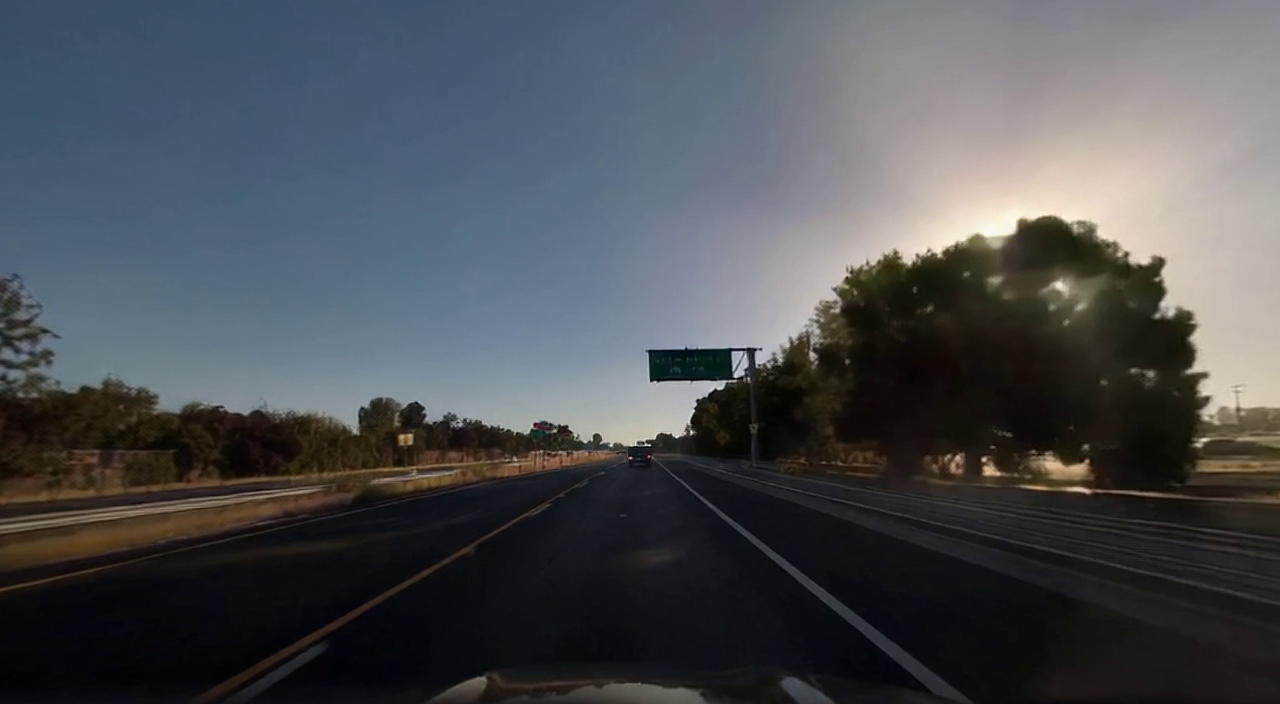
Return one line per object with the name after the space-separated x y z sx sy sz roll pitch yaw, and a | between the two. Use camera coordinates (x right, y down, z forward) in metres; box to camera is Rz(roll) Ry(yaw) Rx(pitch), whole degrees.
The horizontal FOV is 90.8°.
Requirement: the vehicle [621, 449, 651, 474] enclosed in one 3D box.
-0.199 6.574 38.162 1.695 1.437 3.506 0 -9 1 | vehicle
